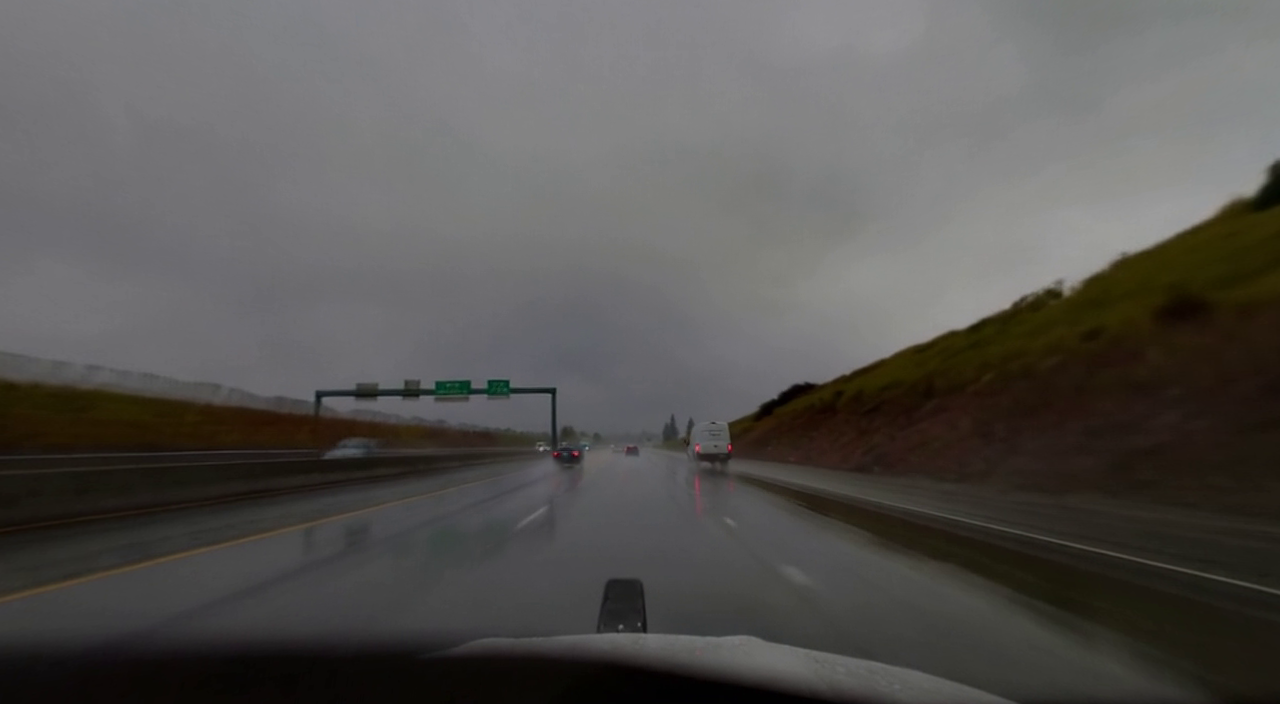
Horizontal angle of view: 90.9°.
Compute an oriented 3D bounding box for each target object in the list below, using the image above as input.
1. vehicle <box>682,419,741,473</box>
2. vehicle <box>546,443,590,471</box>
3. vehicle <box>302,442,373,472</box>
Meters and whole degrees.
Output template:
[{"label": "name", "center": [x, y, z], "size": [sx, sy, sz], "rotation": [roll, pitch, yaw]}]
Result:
[{"label": "vehicle", "center": [3.735, 5.085, 33.996], "size": [2.361, 2.636, 5.684], "rotation": [0, -9, -1]}, {"label": "vehicle", "center": [-4.155, 6.167, 37.242], "size": [2.054, 1.529, 4.368], "rotation": [0, -9, 1]}, {"label": "vehicle", "center": [-15.876, 5.521, 33.300], "size": [1.833, 1.441, 3.972], "rotation": [0, -9, -1]}]
